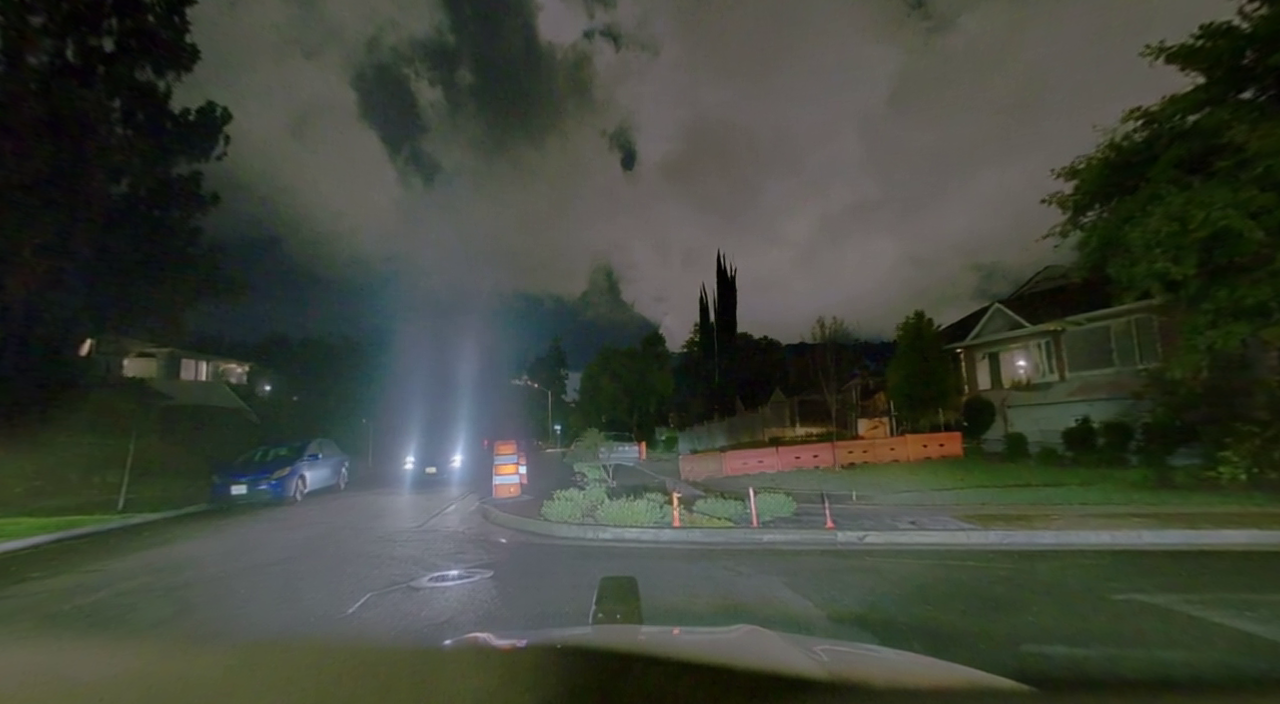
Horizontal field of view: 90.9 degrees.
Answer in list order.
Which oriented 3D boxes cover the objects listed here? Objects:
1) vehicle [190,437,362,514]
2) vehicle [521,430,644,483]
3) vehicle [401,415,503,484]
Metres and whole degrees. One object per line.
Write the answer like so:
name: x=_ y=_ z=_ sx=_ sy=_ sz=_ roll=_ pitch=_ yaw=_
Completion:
vehicle: x=-8.343 y=2.802 z=14.953 sx=1.899 sy=1.524 sz=4.082 roll=1 pitch=-8 yaw=-5
vehicle: x=-1.638 y=3.152 z=19.435 sx=1.827 sy=1.436 sz=4.070 roll=-4 pitch=-9 yaw=28
vehicle: x=-6.002 y=3.150 z=20.788 sx=2.219 sy=1.984 sz=4.712 roll=1 pitch=-8 yaw=-4
